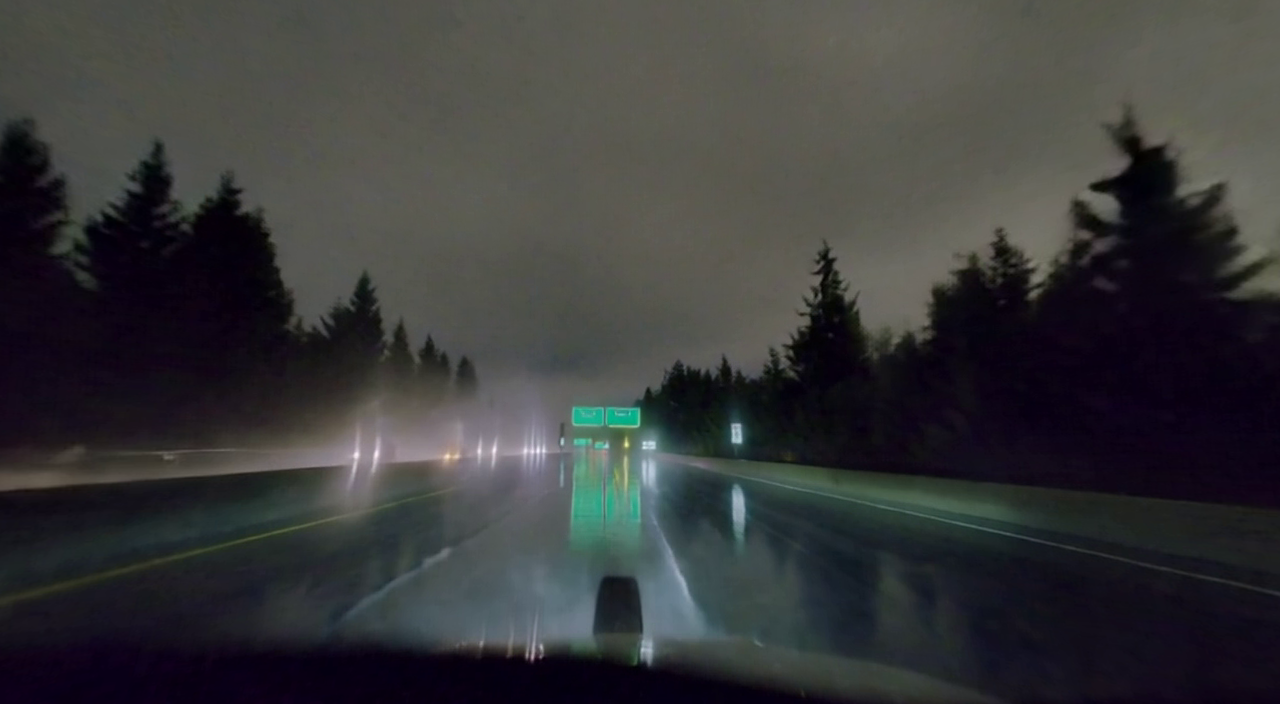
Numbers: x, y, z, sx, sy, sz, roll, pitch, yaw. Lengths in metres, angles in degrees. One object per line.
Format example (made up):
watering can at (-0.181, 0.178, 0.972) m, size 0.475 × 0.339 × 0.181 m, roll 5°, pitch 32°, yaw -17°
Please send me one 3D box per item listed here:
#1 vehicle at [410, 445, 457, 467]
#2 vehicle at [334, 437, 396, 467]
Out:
vehicle at (-14.104, 7.121, 43.022) m, size 1.781 × 1.453 × 4.314 m, roll 0°, pitch -9°, yaw -1°
vehicle at (-18.421, 6.711, 42.272) m, size 2.040 × 1.860 × 5.052 m, roll 0°, pitch -9°, yaw -2°
